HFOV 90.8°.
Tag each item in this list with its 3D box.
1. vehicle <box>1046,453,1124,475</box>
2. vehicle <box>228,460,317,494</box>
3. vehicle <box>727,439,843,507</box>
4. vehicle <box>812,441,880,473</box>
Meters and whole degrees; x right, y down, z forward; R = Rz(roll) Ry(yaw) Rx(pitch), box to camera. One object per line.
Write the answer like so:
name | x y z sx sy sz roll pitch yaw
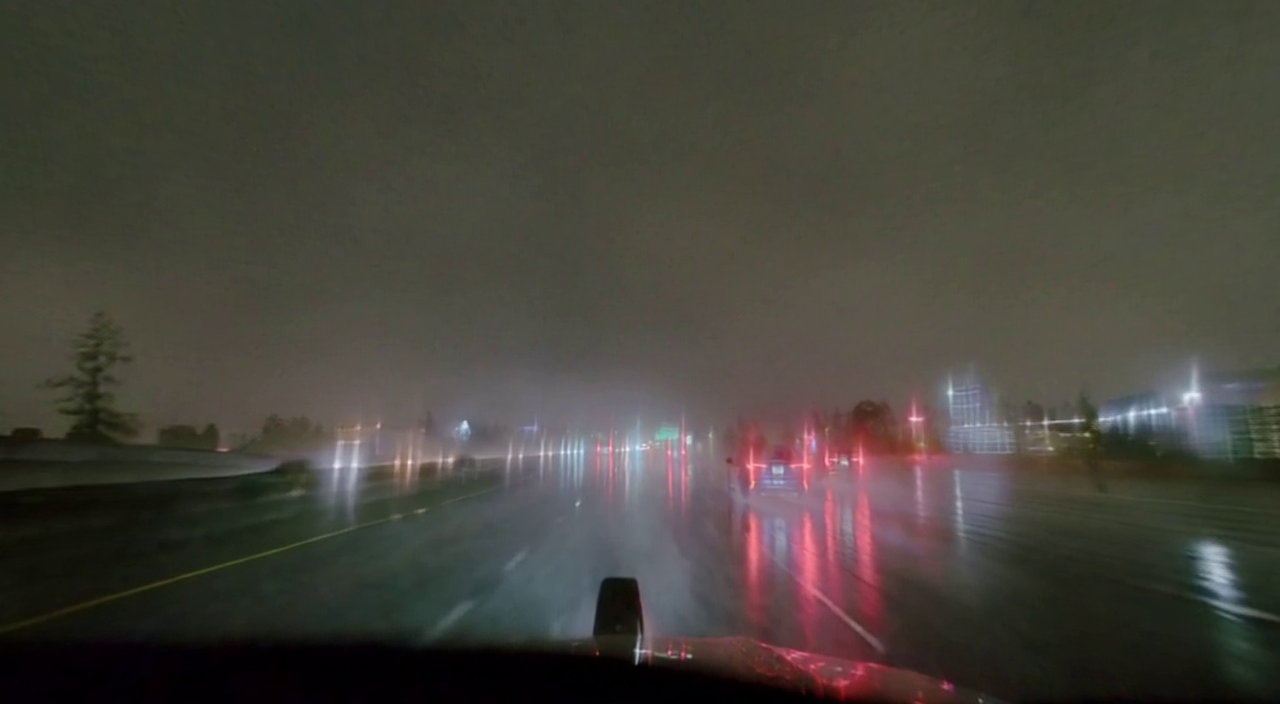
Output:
vehicle | 34.184 8.602 48.682 1.968 1.610 4.771 2 -9 -12
vehicle | -17.960 6.104 31.131 1.774 1.448 4.340 0 -9 0
vehicle | 3.572 3.057 16.403 1.961 1.504 4.094 0 -9 -1
vehicle | 10.754 5.505 33.297 2.019 1.529 4.385 0 -9 -1
